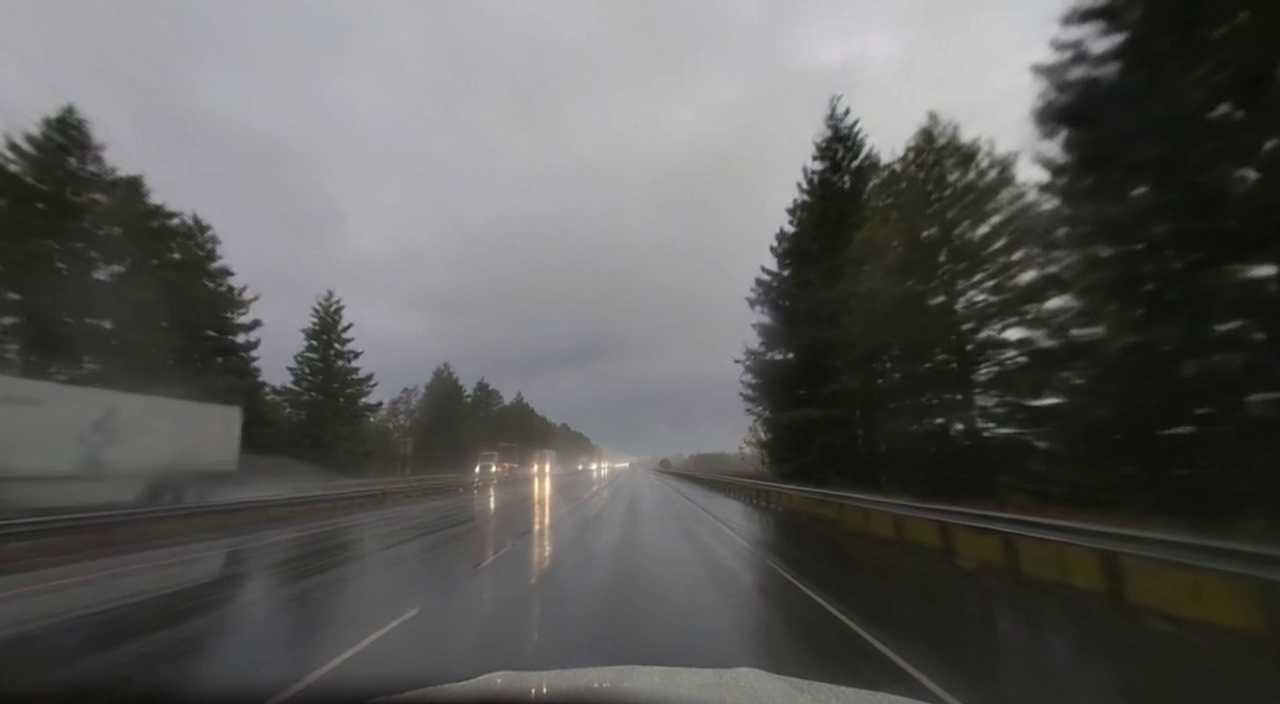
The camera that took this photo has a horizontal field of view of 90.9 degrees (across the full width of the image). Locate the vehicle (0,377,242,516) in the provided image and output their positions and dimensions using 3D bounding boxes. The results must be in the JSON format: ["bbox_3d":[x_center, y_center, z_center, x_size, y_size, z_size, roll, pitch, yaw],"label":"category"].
[{"bbox_3d":[-17.108,3.169,20.452,2.816,3.554,8.526,0,-10,-1],"label":"vehicle"}]
